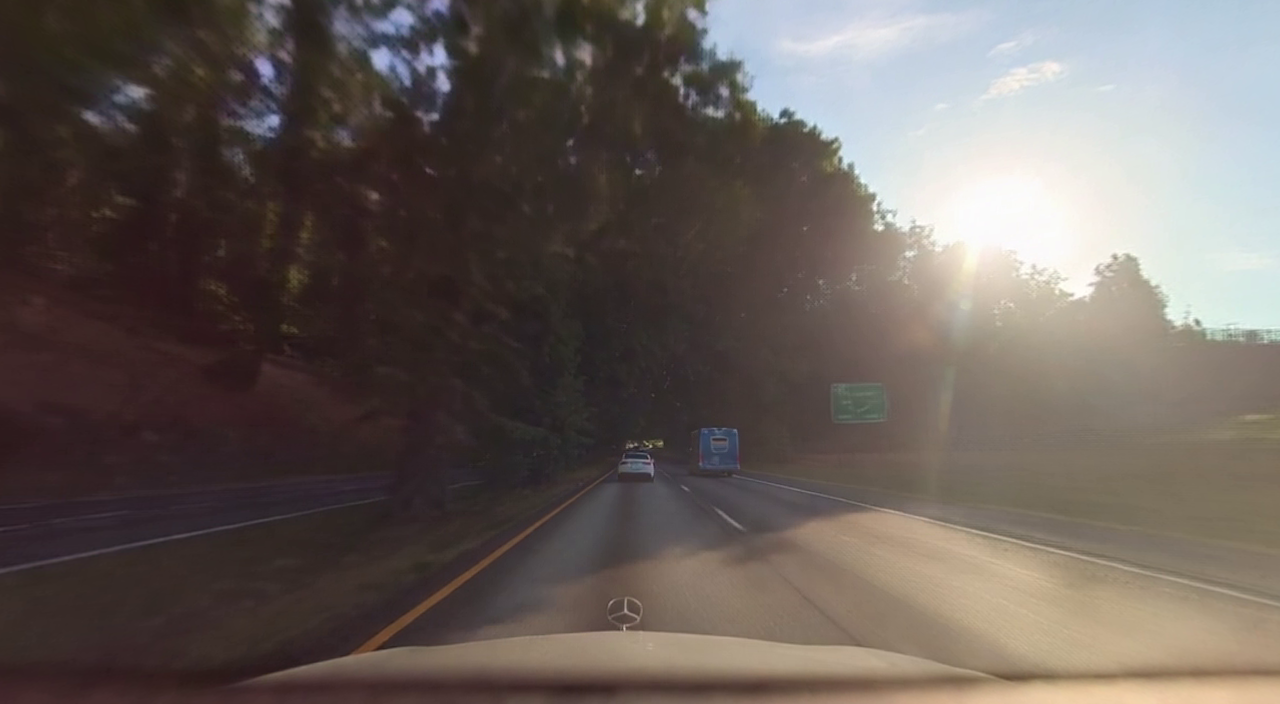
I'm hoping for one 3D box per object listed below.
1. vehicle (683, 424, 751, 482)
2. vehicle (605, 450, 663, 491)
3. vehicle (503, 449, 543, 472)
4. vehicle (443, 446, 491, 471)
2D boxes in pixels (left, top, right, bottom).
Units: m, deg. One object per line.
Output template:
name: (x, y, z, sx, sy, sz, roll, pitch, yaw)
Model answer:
vehicle: (3.786, 5.148, 32.237, 2.513, 2.633, 5.930, 0, -9, -2)
vehicle: (-0.223, 4.466, 24.038, 2.037, 1.417, 3.885, 0, -9, -1)
vehicle: (-7.897, 7.337, 42.921, 1.952, 1.449, 4.276, 0, -9, 0)
vehicle: (-11.834, 7.308, 43.357, 2.083, 1.616, 4.311, 0, -9, 0)
